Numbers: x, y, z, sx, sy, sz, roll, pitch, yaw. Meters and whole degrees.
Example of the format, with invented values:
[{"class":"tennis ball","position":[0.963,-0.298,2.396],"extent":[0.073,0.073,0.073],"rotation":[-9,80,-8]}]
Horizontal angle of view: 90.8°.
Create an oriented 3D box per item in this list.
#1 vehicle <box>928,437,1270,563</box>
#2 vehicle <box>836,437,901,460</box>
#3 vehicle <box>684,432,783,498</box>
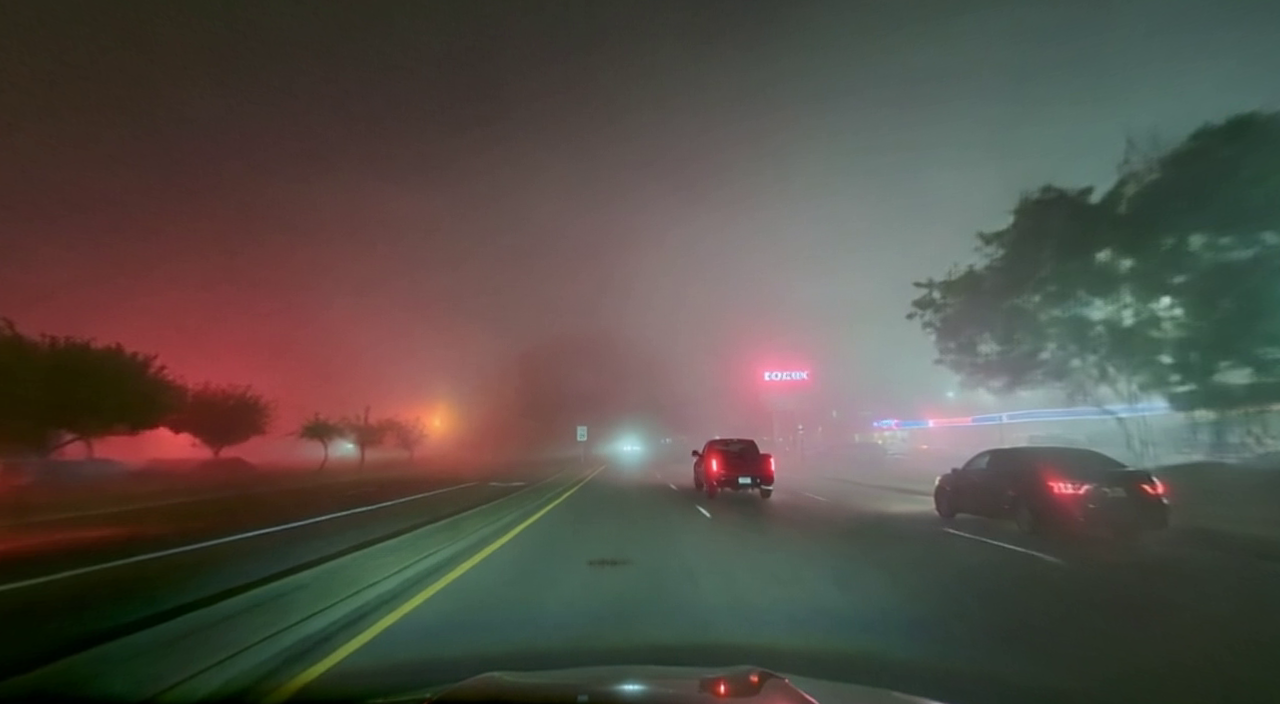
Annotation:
[{"class":"vehicle","position":[6.508,2.099,9.779],"extent":[1.986,1.480,4.296],"rotation":[0,-9,-1]},{"class":"vehicle","position":[17.477,7.448,48.540],"extent":[4.262,1.714,2.084],"rotation":[-1,-9,6]},{"class":"vehicle","position":[2.662,3.396,19.378],"extent":[2.214,1.749,4.998],"rotation":[0,-9,-1]}]
